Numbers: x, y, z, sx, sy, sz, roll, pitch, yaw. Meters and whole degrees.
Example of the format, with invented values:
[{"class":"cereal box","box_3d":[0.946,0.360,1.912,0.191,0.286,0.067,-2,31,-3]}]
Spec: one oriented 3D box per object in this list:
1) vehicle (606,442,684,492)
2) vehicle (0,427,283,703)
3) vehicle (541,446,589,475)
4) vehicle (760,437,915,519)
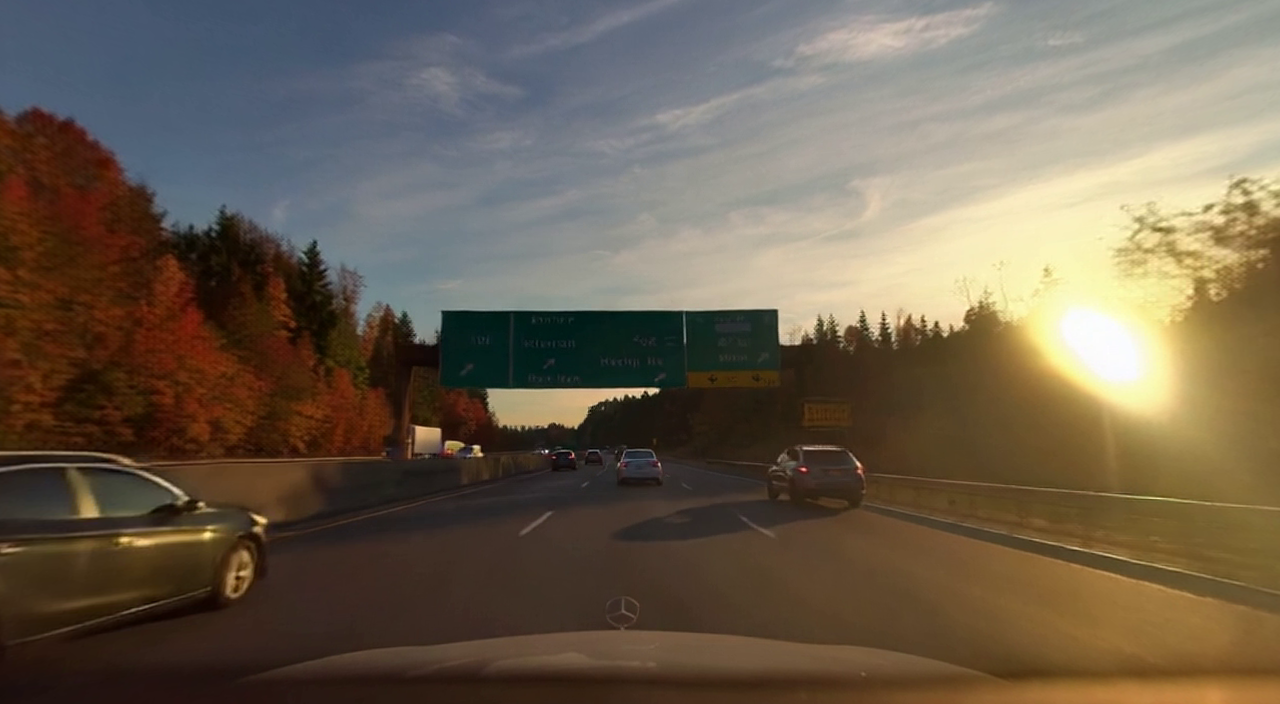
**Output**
[{"class":"vehicle","box_3d":[0.140,4.208,23.259,2.634,1.679,4.070,0,-9,-1]},{"class":"vehicle","box_3d":[-4.371,1.219,3.790,2.017,1.469,4.113,0,-9,-1]},{"class":"vehicle","box_3d":[-4.593,6.710,39.076,2.545,1.679,4.267,0,-9,0]},{"class":"vehicle","box_3d":[4.241,2.780,14.357,2.035,1.571,4.413,0,-9,-1]}]
